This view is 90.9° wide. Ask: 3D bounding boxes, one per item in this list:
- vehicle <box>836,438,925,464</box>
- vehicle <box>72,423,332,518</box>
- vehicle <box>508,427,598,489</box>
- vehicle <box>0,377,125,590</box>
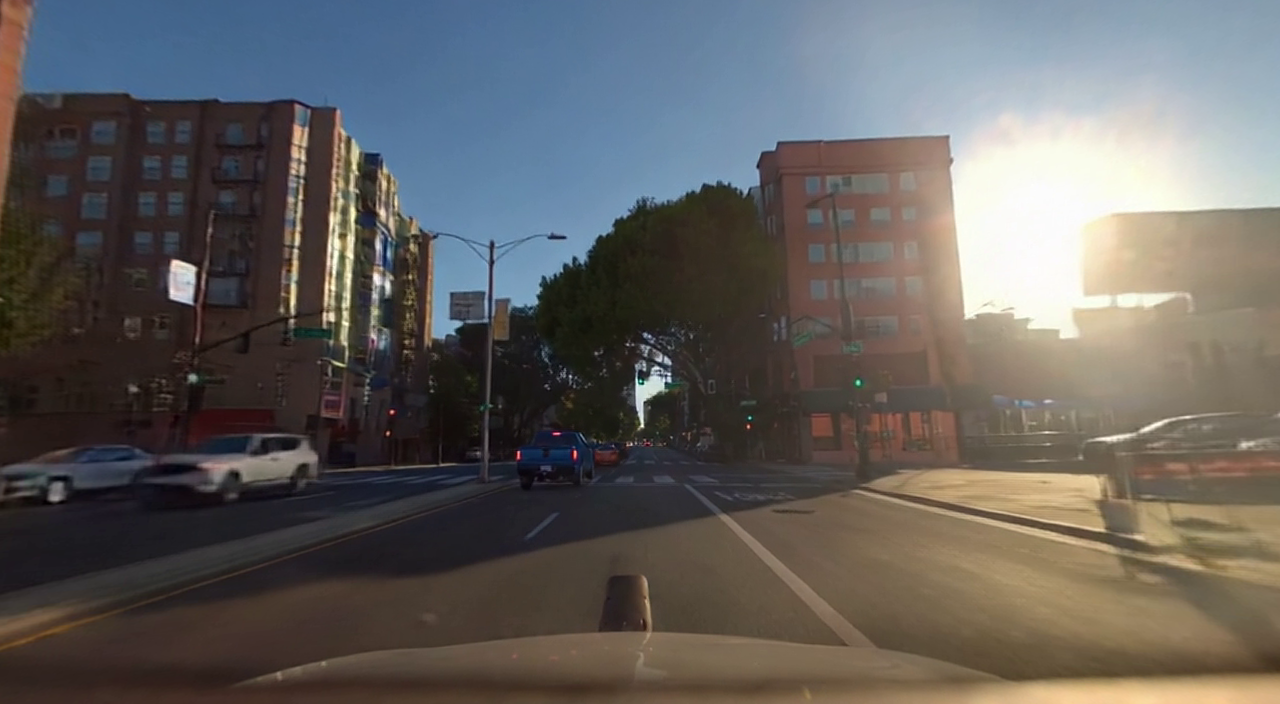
[{"bbox_3d":[14.004,5.788,36.921,4.447,1.484,1.928,0,-9,1],"label":"vehicle"},{"bbox_3d":[-10.206,2.814,15.556,2.315,1.892,5.668,0,-9,0],"label":"vehicle"},{"bbox_3d":[-2.726,3.523,21.297,2.197,1.786,5.365,0,-9,1],"label":"vehicle"},{"bbox_3d":[-7.115,0.985,4.270,2.308,1.961,5.807,0,-9,0],"label":"vehicle"}]
